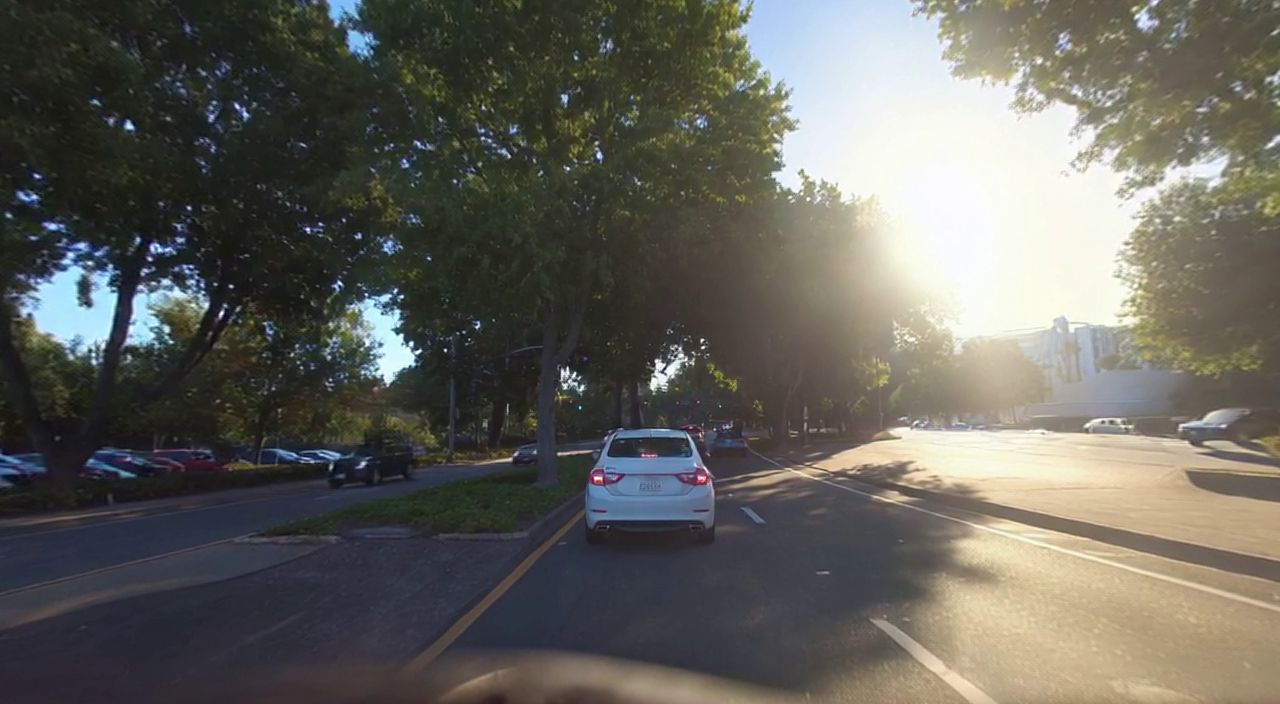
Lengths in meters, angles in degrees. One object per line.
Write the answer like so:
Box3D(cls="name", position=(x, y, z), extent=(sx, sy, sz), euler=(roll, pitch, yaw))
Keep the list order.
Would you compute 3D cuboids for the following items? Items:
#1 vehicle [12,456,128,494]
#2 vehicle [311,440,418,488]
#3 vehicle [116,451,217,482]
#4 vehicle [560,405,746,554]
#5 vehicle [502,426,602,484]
Box3D(cls="vehicle", position=(-27.310, 5.879, 30.269), extent=(4.272, 1.438, 1.801), euler=(-5, -9, 9))
Box3D(cls="vehicle", position=(-10.561, 4.297, 24.601), extent=(2.005, 1.701, 4.355), euler=(-1, -8, 3))
Box3D(cls="vehicle", position=(-26.673, 6.460, 35.605), extent=(4.256, 1.633, 1.940), euler=(-1, -8, 7))
Box3D(cls="vehicle", position=(0.182, 1.789, 9.498), extent=(2.154, 1.710, 4.128), euler=(-1, -8, 1))
Box3D(cls="vehicle", position=(-2.906, 3.576, 22.103), extent=(2.057, 1.786, 4.725), euler=(-2, -8, 11))
